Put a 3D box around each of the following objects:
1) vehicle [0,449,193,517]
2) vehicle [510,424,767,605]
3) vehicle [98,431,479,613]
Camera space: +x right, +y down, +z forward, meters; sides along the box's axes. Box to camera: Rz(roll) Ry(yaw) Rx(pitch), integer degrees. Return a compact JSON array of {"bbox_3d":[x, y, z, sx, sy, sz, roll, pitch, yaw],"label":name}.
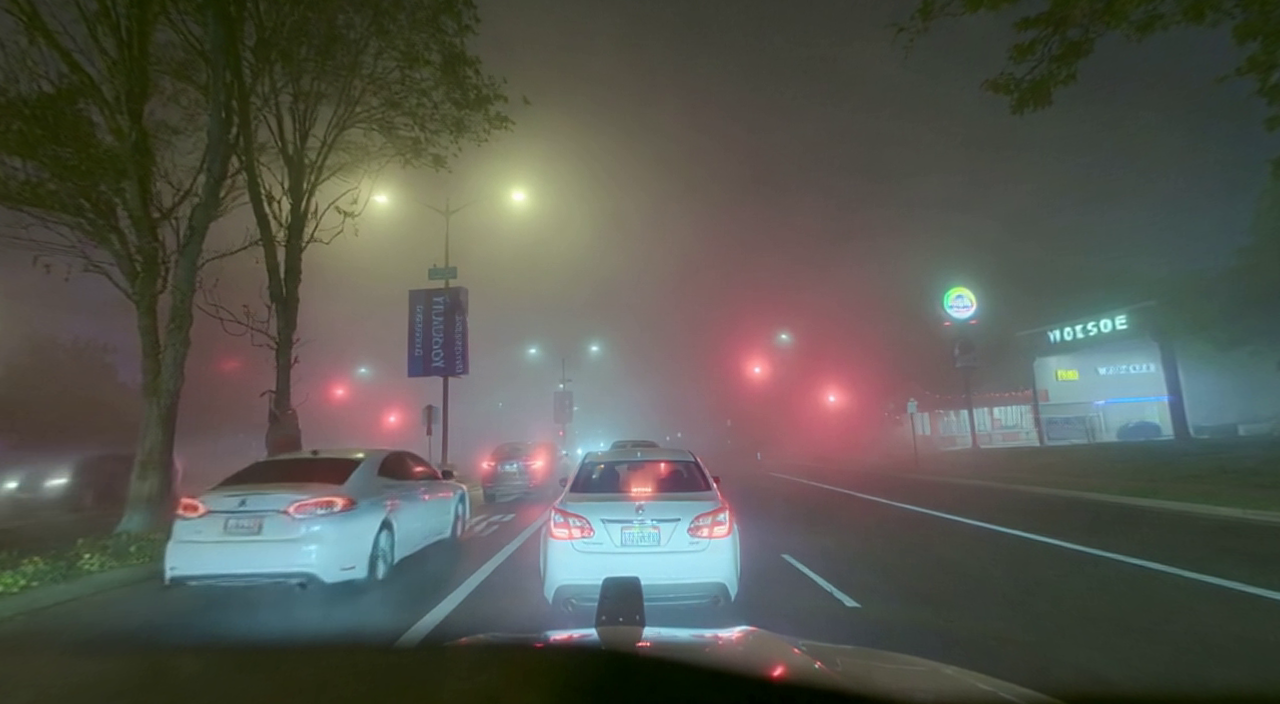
[{"bbox_3d":[-16.235,3.842,19.100,2.221,1.732,4.426,0,-8,-1],"label":"vehicle"},{"bbox_3d":[-0.067,1.640,7.293,2.126,1.475,3.967,0,-8,-2],"label":"vehicle"},{"bbox_3d":[-3.381,1.691,7.323,1.952,1.431,4.383,0,-8,-1],"label":"vehicle"}]
